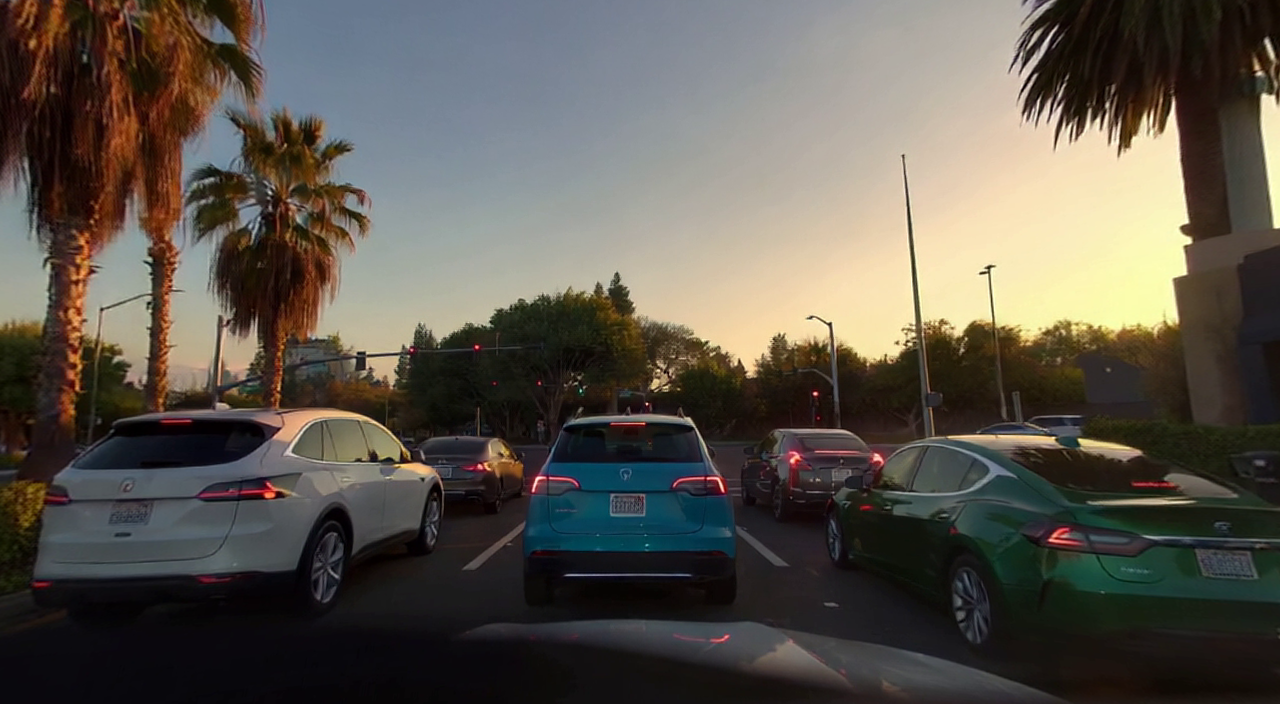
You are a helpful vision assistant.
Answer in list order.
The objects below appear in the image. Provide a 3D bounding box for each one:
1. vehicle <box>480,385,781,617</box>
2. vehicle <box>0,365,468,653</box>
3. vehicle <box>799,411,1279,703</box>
[{"bbox_3d":[-0.132,1.454,7.056,2.280,1.747,4.361,0,-8,-2],"label":"vehicle"},{"bbox_3d":[-3.350,1.276,6.122,2.014,1.755,4.360,0,-8,1],"label":"vehicle"},{"bbox_3d":[2.965,1.368,5.256,2.017,1.491,4.611,0,-8,-1],"label":"vehicle"}]
